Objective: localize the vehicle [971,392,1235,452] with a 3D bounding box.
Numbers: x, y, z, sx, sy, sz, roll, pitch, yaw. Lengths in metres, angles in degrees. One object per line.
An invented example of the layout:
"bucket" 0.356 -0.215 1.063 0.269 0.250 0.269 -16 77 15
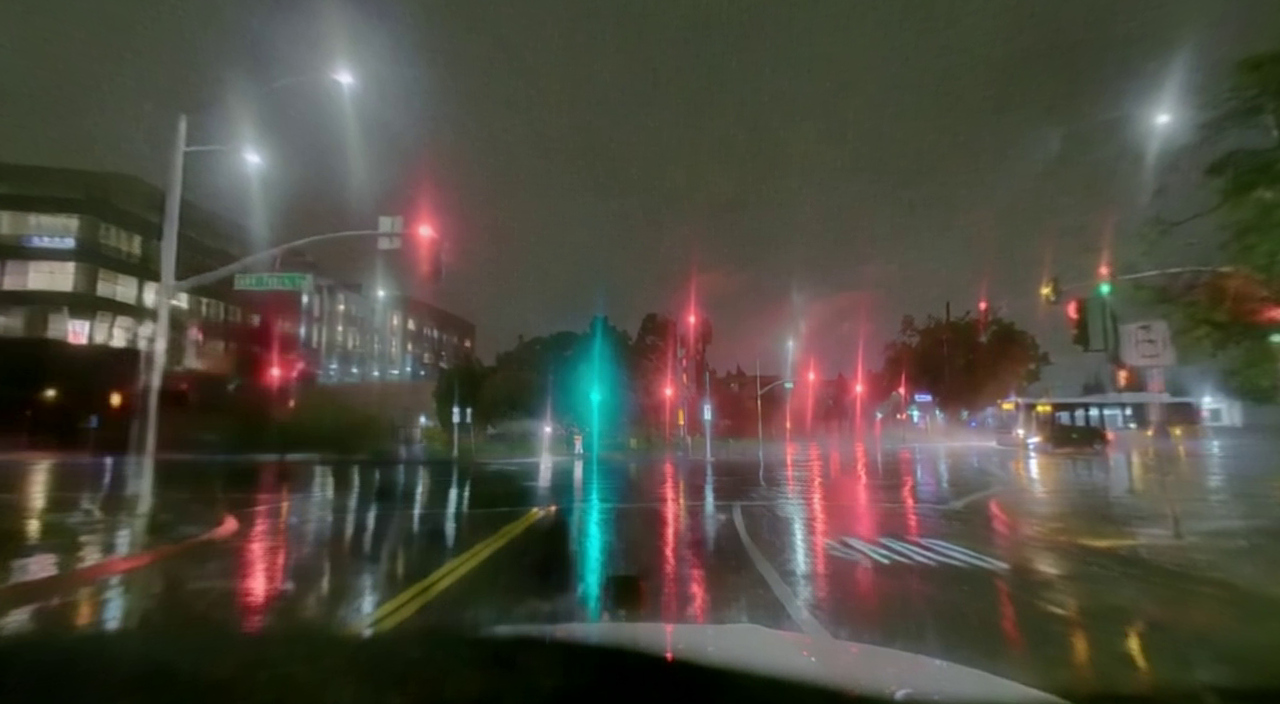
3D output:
"vehicle" 26.505 4.099 36.421 12.822 3.296 3.033 0 -9 -1

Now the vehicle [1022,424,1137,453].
"vehicle" 22.626 4.492 32.436 4.538 1.461 1.805 0 -9 0
